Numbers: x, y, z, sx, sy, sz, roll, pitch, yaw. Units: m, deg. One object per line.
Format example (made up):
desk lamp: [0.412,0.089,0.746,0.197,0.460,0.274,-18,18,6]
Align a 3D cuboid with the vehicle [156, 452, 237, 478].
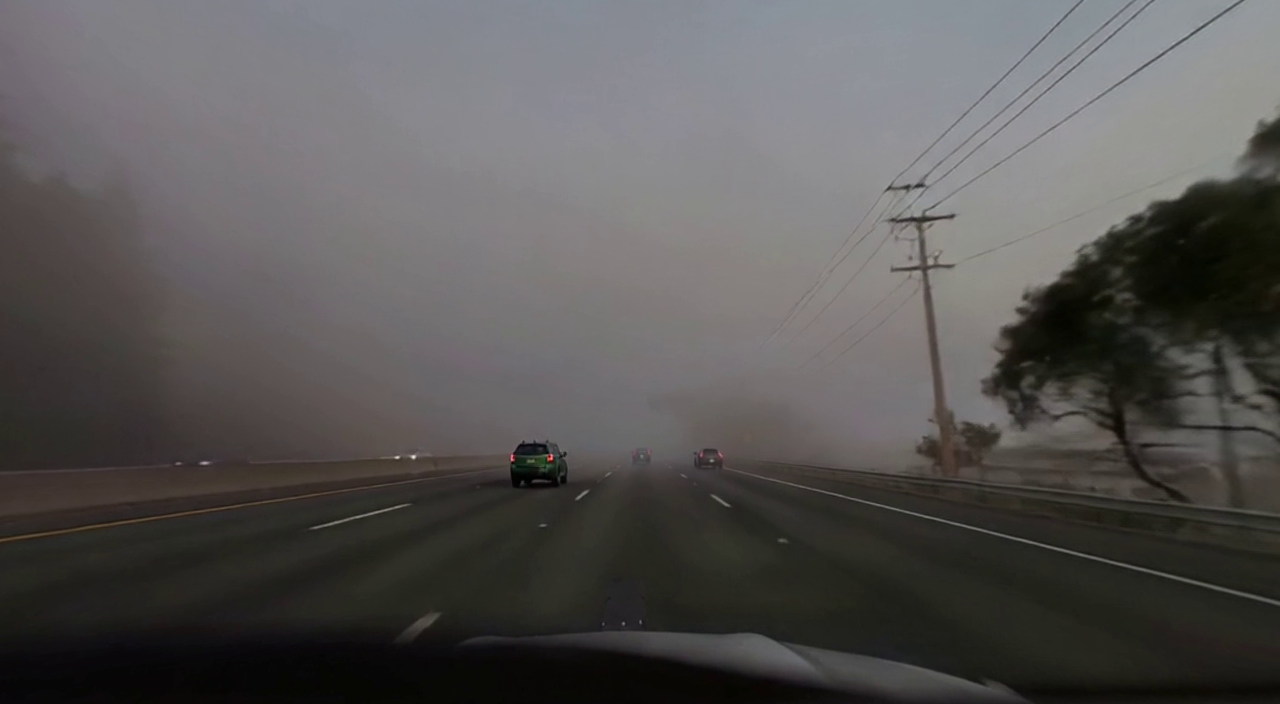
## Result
vehicle: [-28.781,7.318,41.116,1.862,1.515,4.643,0,-9,1]

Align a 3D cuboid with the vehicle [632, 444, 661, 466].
vehicle: [0.476,7.976,48.962,2.156,1.647,3.987,0,-9,0]

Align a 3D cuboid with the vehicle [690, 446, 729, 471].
vehicle: [4.385,6.738,40.205,1.964,1.479,4.252,0,-9,-1]

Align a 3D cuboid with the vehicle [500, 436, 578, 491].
vehicle: [-3.399,3.845,22.027,1.961,1.704,4.052,0,-9,1]
